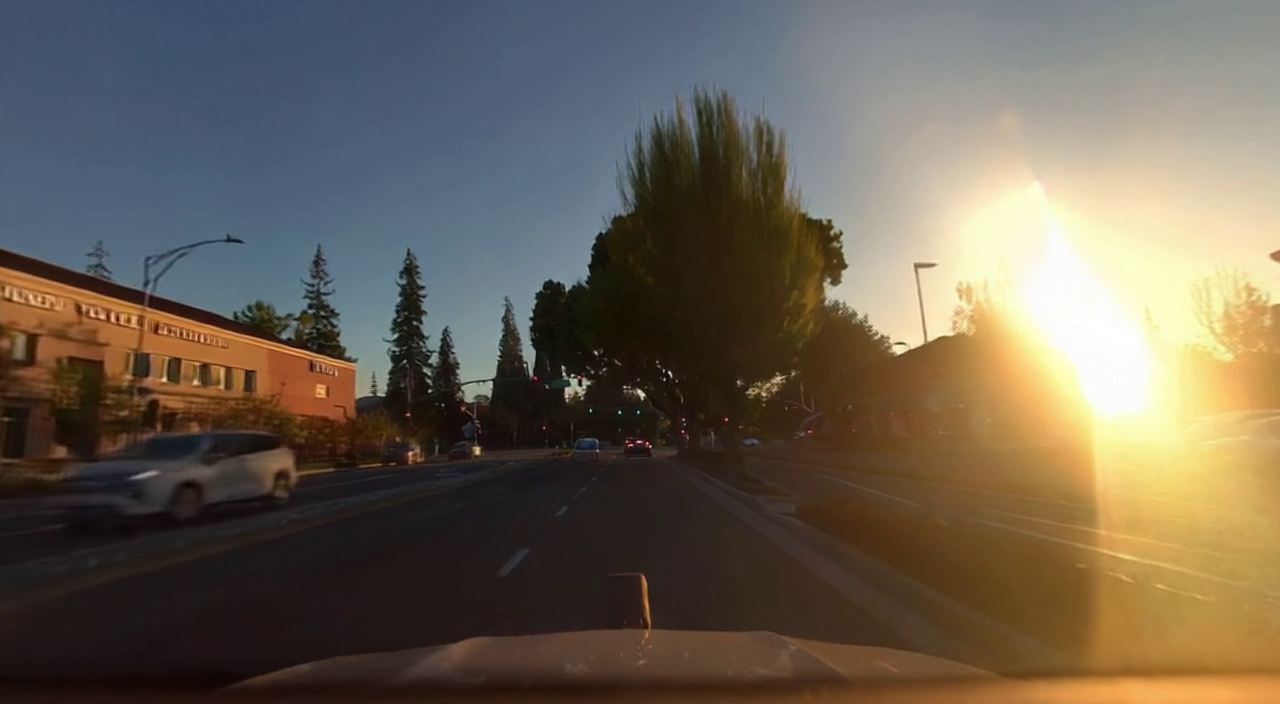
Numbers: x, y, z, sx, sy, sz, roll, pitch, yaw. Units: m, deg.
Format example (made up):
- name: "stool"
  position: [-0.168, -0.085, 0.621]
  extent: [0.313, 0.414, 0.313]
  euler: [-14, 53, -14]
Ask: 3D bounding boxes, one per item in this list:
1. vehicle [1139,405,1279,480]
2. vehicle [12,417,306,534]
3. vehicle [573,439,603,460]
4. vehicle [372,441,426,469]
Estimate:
- name: "vehicle"
  position: [17.364, 2.496, 17.500]
  extent: [5.117, 1.933, 2.035]
  euler: [-1, -8, 3]
- name: "vehicle"
  position: [-8.661, 2.240, 12.072]
  extent: [2.149, 1.793, 4.468]
  euler: [0, -8, -2]
- name: "vehicle"
  position: [-3.882, 7.286, 47.319]
  extent: [1.942, 1.497, 4.561]
  euler: [0, -8, -1]
- name: "vehicle"
  position: [-15.691, 6.704, 41.350]
  extent: [1.834, 1.694, 4.405]
  euler: [0, -8, 0]
